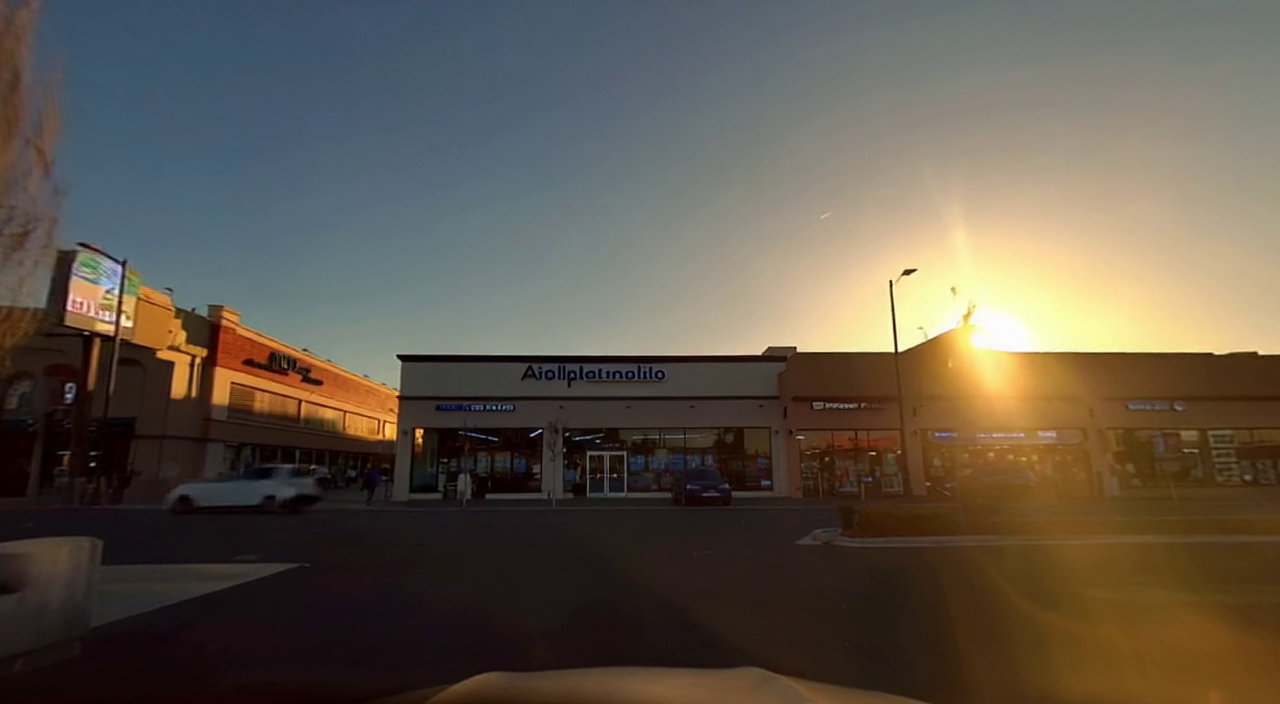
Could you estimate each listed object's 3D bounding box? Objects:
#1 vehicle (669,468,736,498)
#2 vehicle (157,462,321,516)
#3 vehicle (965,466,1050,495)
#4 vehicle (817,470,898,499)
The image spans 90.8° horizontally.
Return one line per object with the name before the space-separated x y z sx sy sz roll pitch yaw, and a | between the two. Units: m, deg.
vehicle | 3.698 7.916 38.446 1.812 1.468 4.519 5 -10 -28
vehicle | -13.006 4.445 20.714 4.073 1.609 1.813 1 -9 -4
vehicle | 25.856 9.024 44.553 4.838 1.799 1.914 -7 -11 39
vehicle | 13.077 7.973 38.255 1.791 1.453 4.593 5 -10 -29
